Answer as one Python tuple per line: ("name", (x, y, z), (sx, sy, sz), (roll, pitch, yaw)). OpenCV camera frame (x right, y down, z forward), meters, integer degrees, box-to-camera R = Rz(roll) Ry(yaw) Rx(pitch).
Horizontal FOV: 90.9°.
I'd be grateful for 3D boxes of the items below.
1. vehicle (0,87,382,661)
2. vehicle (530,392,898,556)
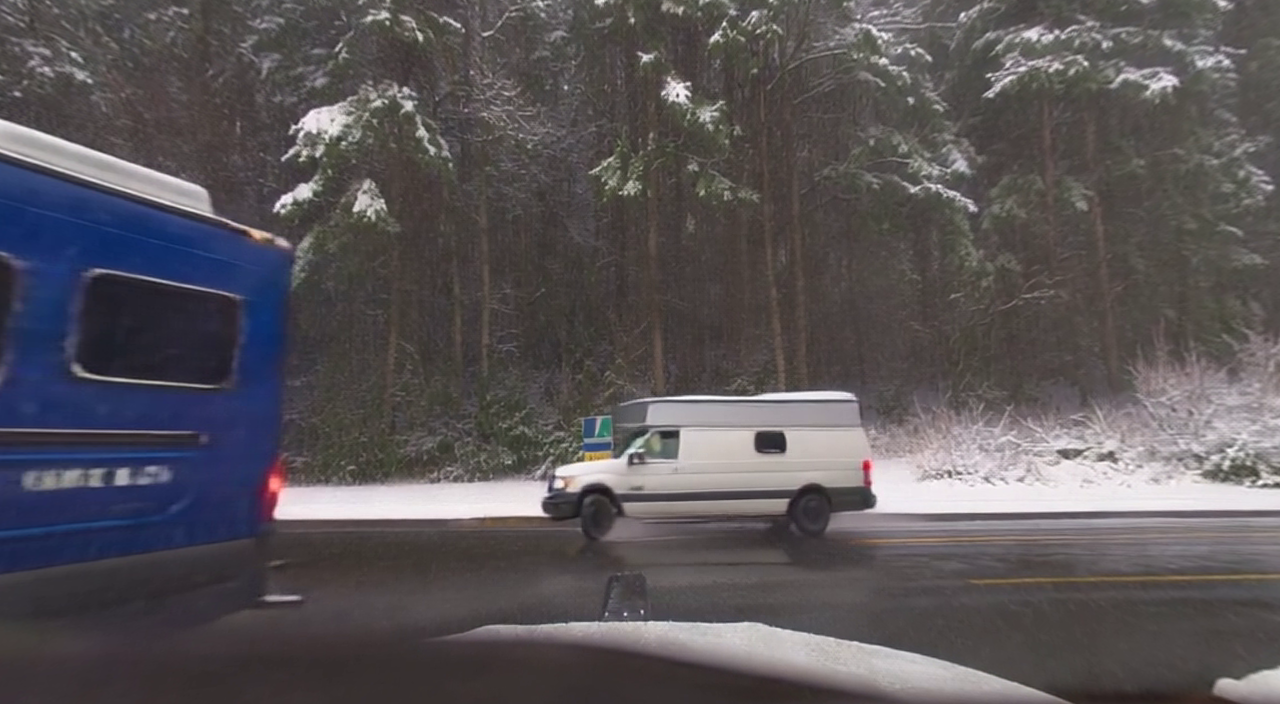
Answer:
("vehicle", (-6.402, -0.061, 2.847), (2.740, 3.622, 9.765), (-6, -10, 32))
("vehicle", (1.114, 2.047, 11.070), (5.923, 2.424, 2.247), (1, -9, -11))
